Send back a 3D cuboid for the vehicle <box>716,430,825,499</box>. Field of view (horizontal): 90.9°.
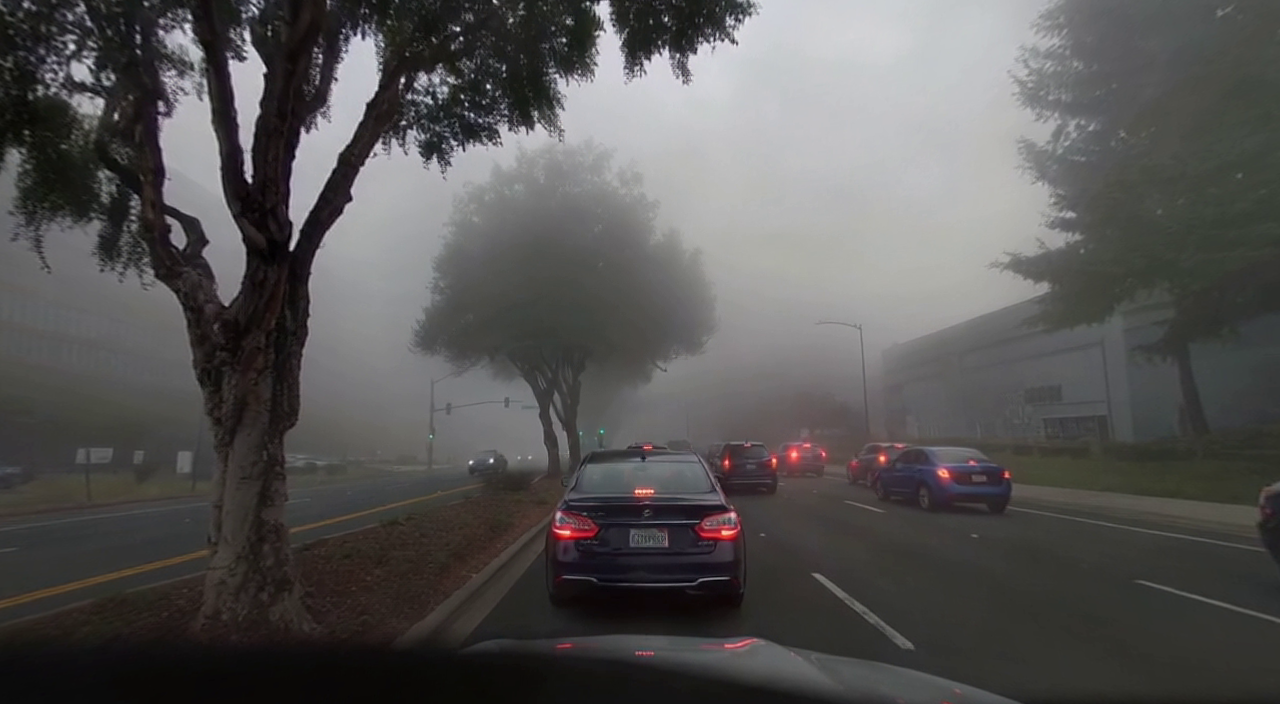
[{"bbox_3d":[3.607,3.200,18.424,2.114,1.736,4.553,0,-8,-1],"label":"vehicle"}]

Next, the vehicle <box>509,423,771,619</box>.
[{"bbox_3d":[-0.024,1.600,7.014,1.977,1.465,4.376,0,-8,-1],"label":"vehicle"}]

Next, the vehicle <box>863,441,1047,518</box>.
[{"bbox_3d":[6.875,2.786,14.432,1.911,1.468,4.417,0,-8,0],"label":"vehicle"}]
